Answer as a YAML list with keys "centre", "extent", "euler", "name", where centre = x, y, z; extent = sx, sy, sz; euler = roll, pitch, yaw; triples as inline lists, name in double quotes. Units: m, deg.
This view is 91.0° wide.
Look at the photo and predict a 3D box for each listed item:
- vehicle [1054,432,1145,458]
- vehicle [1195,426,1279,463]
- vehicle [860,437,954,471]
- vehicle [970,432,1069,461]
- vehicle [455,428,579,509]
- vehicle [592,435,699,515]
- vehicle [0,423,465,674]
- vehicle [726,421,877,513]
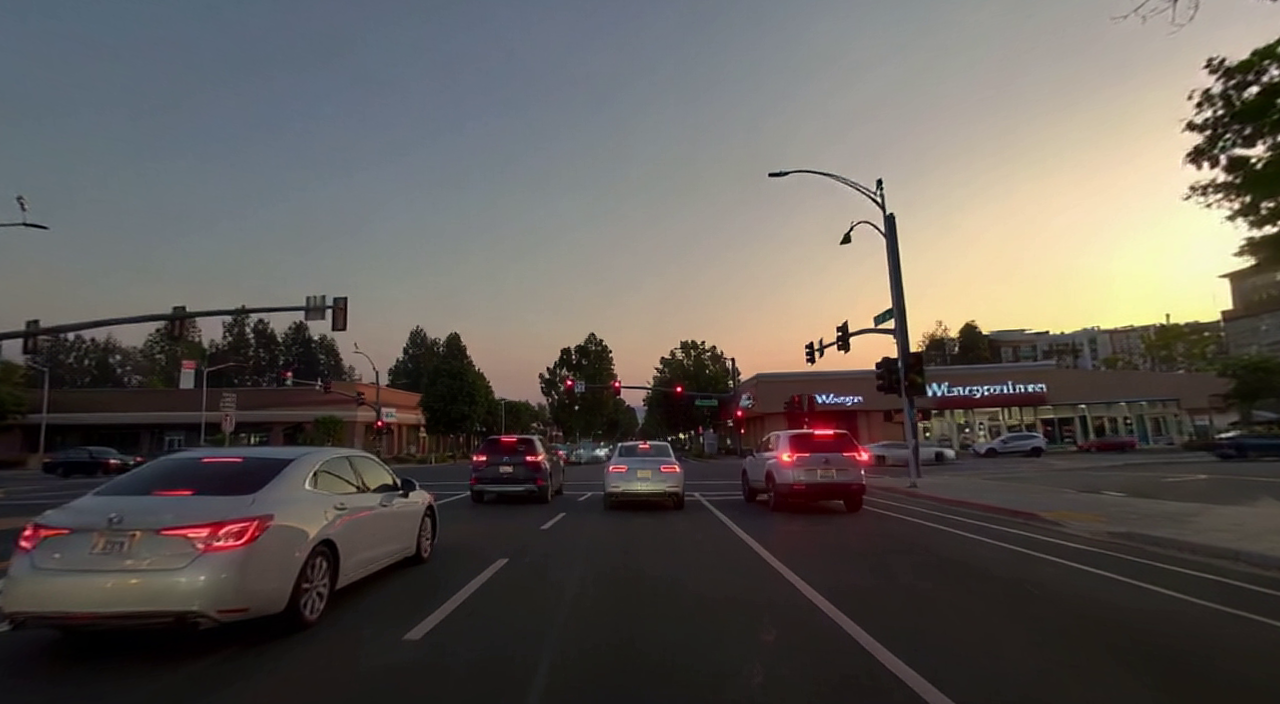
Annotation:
- centre: [30.586, 6.197, 42.013]
  extent: [4.432, 1.680, 1.932]
  euler: [0, -9, 2]
  name: "vehicle"
- centre: [32.993, 4.848, 32.976]
  extent: [5.504, 1.821, 2.173]
  euler: [-1, -9, 4]
  name: "vehicle"
- centre: [12.303, 4.729, 29.254]
  extent: [3.822, 1.514, 1.905]
  euler: [-3, -9, 19]
  name: "vehicle"
- centre: [23.320, 5.812, 38.828]
  extent: [4.781, 1.700, 1.986]
  euler: [0, -9, 1]
  name: "vehicle"
- centre: [-2.817, 2.809, 15.518]
  extent: [2.072, 1.694, 4.070]
  euler: [0, -9, 2]
  name: "vehicle"
- centre: [0.142, 2.658, 13.997]
  extent: [2.032, 1.499, 3.994]
  euler: [0, -9, 1]
  name: "vehicle"
- centre: [-3.331, 1.509, 5.994]
  extent: [2.014, 1.472, 4.357]
  euler: [0, -9, 1]
  name: "vehicle"
- centre: [3.331, 2.492, 14.041]
  extent: [2.076, 1.691, 4.402]
  euler: [0, -9, -2]
  name: "vehicle"
